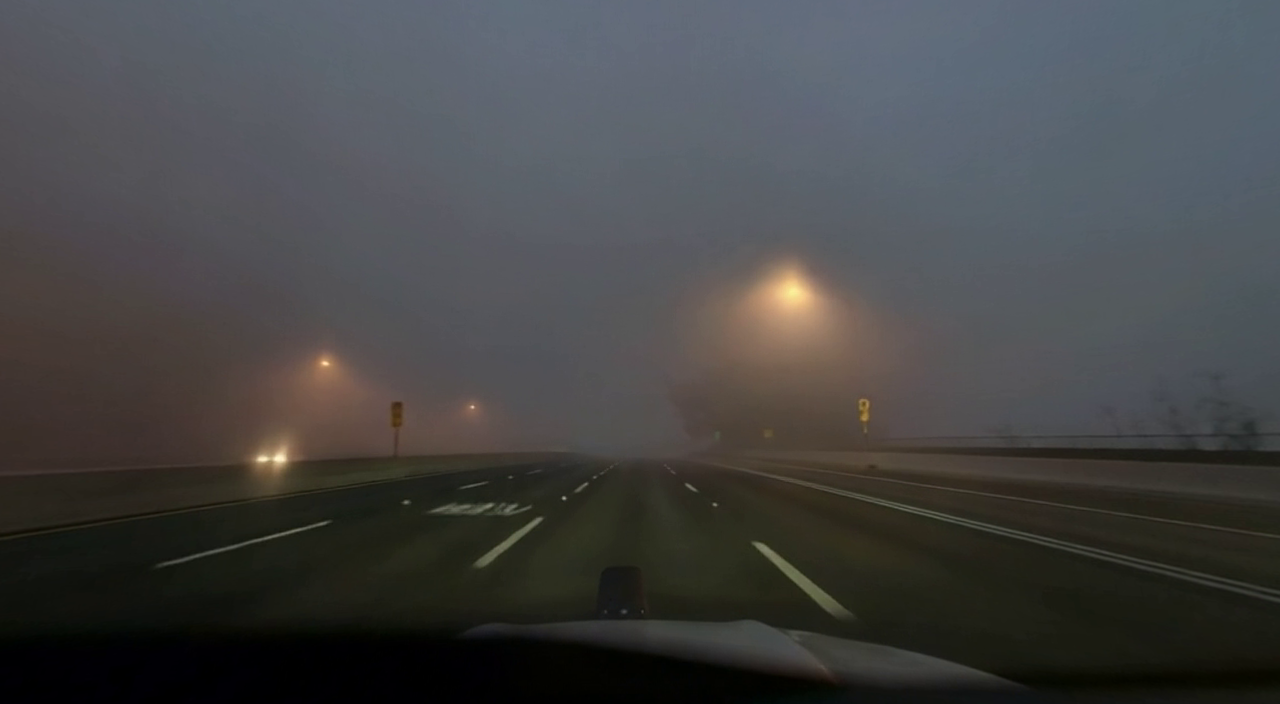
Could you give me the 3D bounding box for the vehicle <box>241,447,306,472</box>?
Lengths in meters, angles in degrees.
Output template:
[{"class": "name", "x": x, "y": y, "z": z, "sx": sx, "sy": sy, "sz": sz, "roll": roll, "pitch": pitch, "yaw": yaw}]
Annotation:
[{"class": "vehicle", "x": -23.860, "y": 6.981, "z": 41.200, "sx": 1.954, "sy": 1.485, "sz": 3.666, "roll": -1, "pitch": -9, "yaw": 1}]
